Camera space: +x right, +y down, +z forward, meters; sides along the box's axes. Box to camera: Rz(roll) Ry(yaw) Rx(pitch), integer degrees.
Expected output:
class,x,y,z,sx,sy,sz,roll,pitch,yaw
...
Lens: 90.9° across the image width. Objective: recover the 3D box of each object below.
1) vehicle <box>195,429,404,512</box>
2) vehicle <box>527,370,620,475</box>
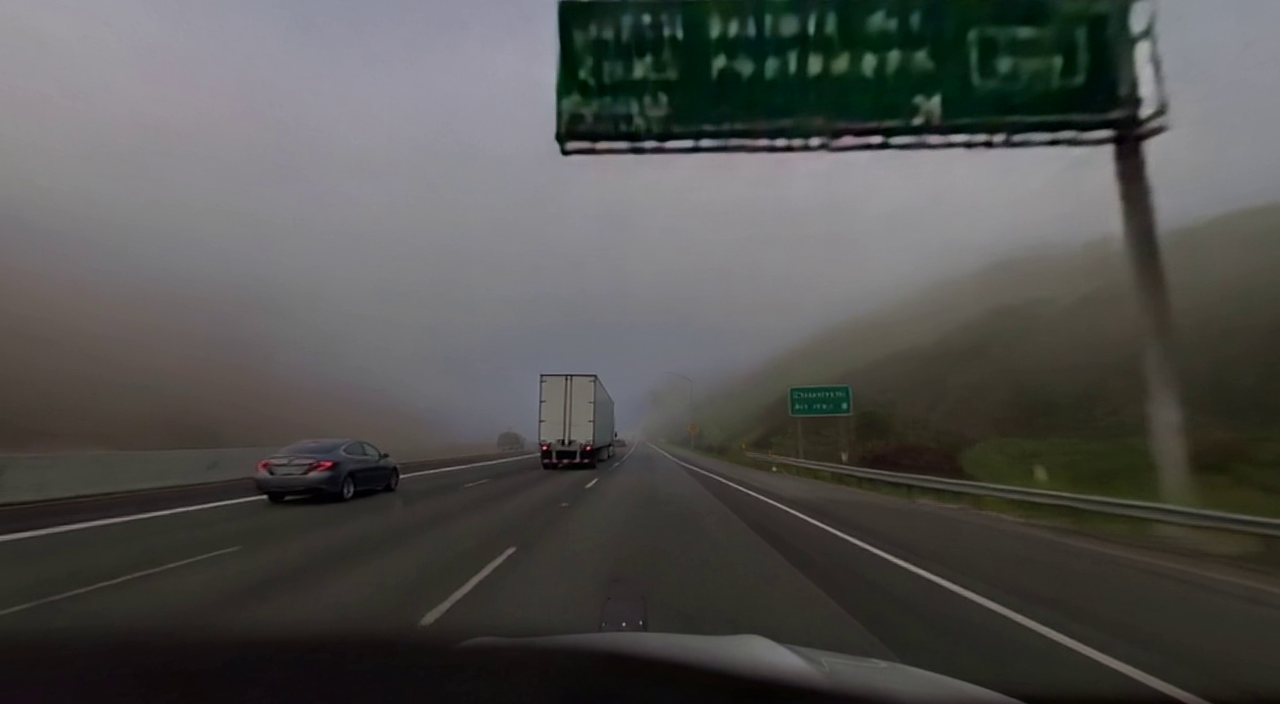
class,x,y,z,sx,sy,sz,roll,pitch,yaw
vehicle,-7.023,2.468,13.712,1.911,1.494,4.555,0,-8,1
vehicle,-2.995,4.068,34.327,3.202,4.352,16.251,0,-8,0
